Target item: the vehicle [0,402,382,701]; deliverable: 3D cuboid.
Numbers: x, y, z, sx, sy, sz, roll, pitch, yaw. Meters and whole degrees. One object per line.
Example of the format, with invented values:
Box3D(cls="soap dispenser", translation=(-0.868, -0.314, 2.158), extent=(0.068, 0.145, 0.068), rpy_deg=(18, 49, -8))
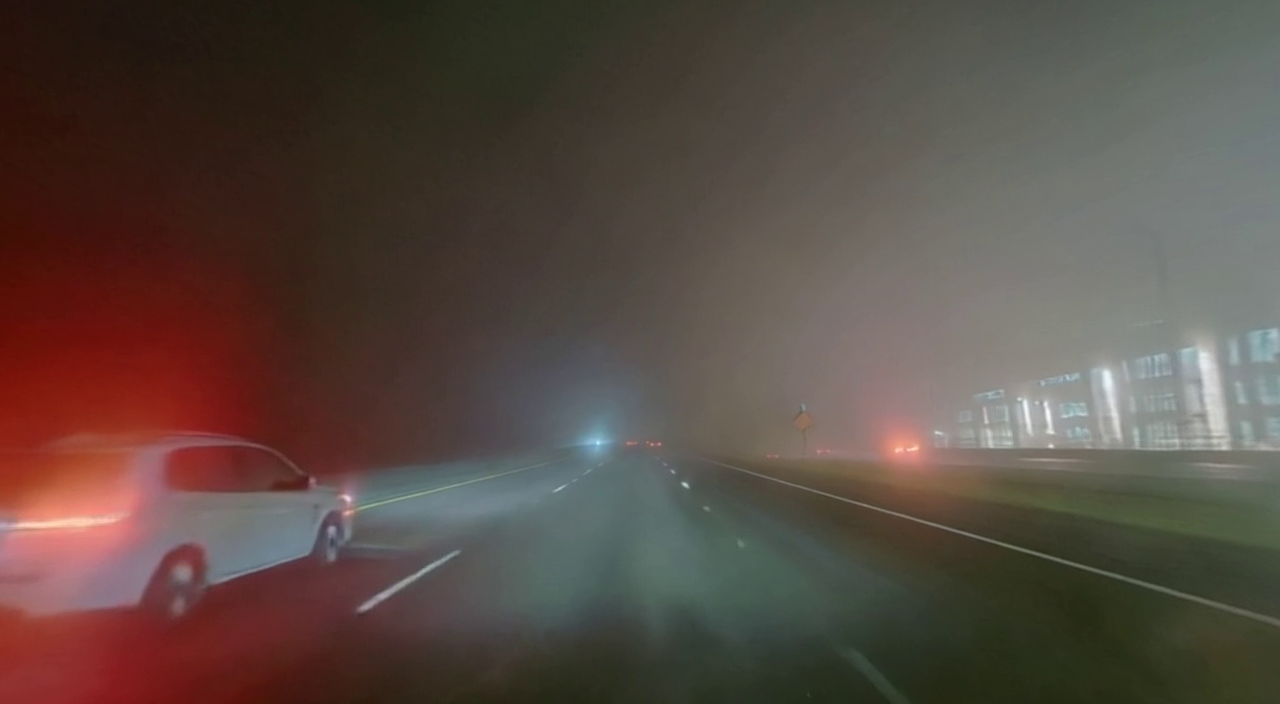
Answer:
Box3D(cls="vehicle", translation=(-4.089, 1.290, 5.225), extent=(1.934, 1.451, 4.544), rpy_deg=(0, -8, 1))
